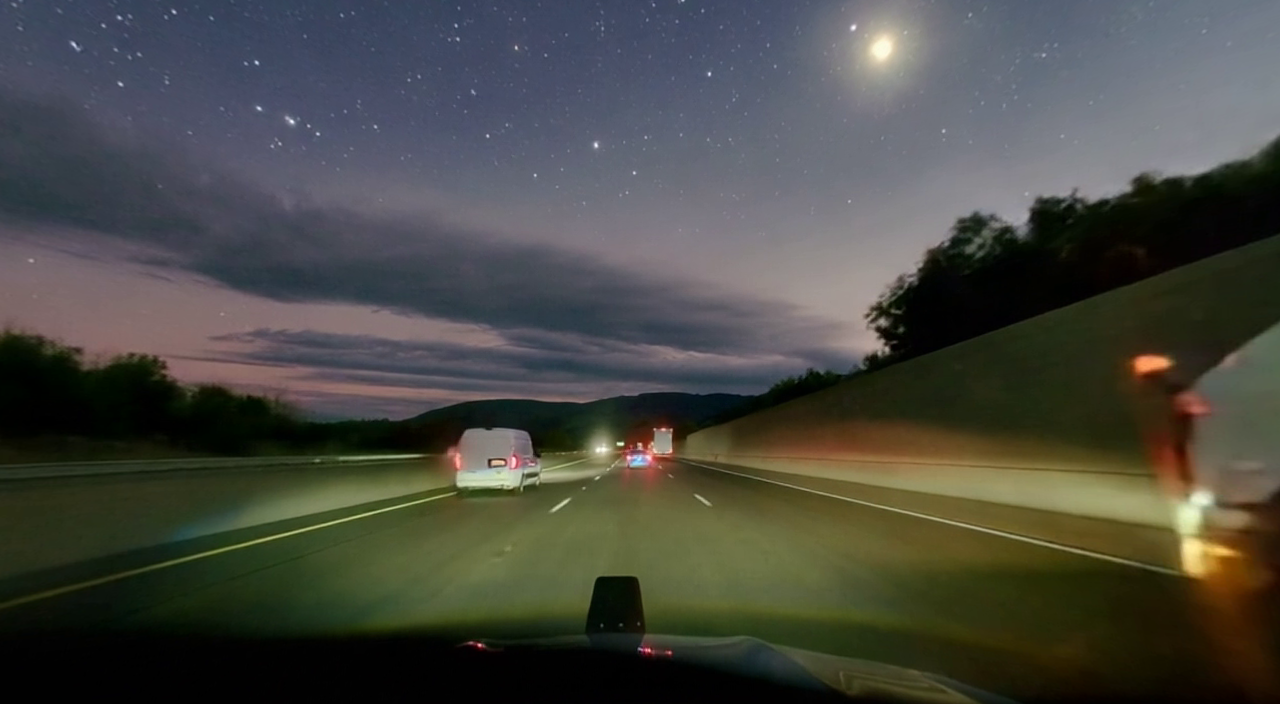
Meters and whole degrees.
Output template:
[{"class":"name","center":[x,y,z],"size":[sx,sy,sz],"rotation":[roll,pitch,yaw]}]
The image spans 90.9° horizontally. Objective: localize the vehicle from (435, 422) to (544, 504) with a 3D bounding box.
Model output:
[{"class":"vehicle","center":[-4.078,3.110,17.959],"size":[1.955,2.004,4.792],"rotation":[0,-9,0]}]

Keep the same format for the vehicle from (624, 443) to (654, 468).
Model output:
[{"class":"vehicle","center":[-0.083,7.771,47.308],"size":[2.166,1.747,4.299],"rotation":[0,-9,0]}]
